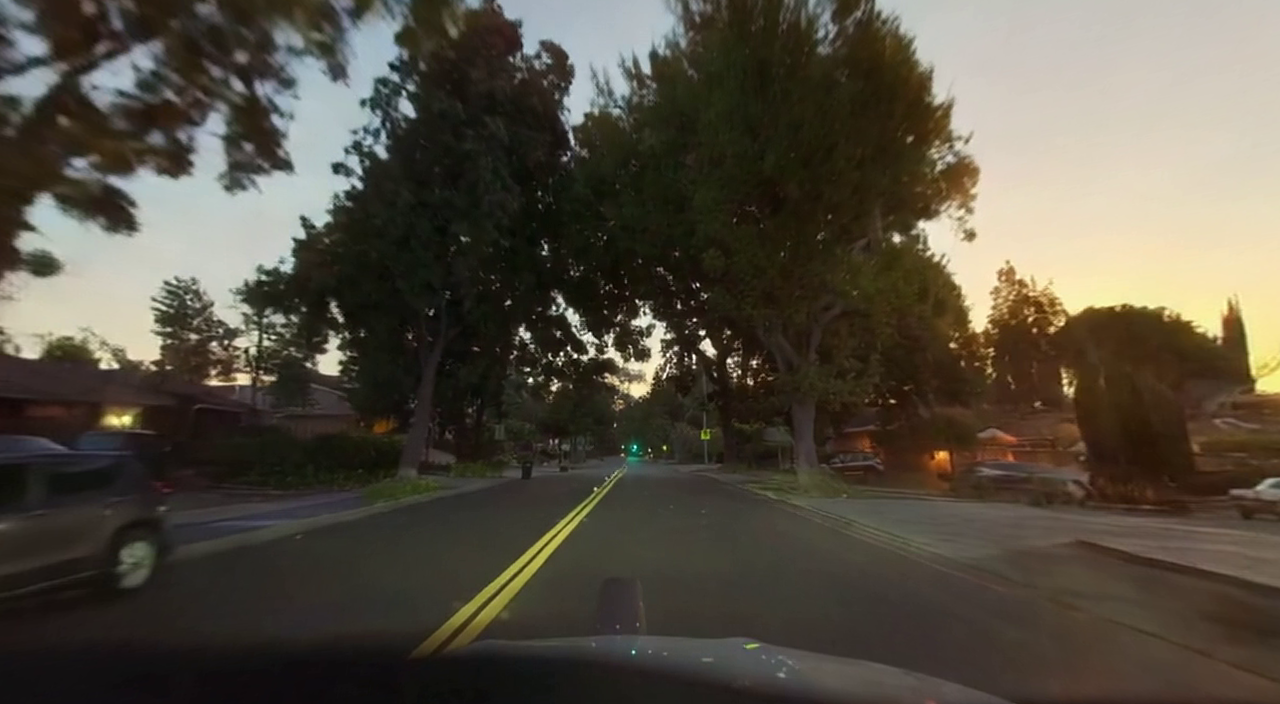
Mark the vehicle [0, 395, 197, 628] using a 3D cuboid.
[{"bbox_3d":[-5.913,1.299,4.721,1.924,1.765,4.542,-7,-13,0],"label":"vehicle"}]

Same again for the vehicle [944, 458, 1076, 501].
[{"bbox_3d":[14.477,4.991,24.958,4.231,1.493,1.941,-5,-10,28],"label":"vehicle"}]

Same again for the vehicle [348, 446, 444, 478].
[{"bbox_3d":[-15.628,6.999,40.271,6.072,1.882,2.277,-5,-10,29],"label":"vehicle"}]

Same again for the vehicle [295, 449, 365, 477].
[{"bbox_3d":[-21.372,7.617,43.450,4.507,1.774,1.923,-5,-10,27],"label":"vehicle"}]

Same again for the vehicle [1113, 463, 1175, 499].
[{"bbox_3d":[27.013,6.887,33.962,1.916,1.620,3.519,-4,-9,28],"label":"vehicle"}]

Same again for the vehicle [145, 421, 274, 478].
[{"bbox_3d":[-17.498,4.007,25.638,4.918,1.918,2.002,-8,-11,24],"label":"vehicle"}]

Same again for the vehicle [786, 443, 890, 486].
[{"bbox_3d":[10.839,6.159,34.626,4.854,1.771,2.123,-12,-12,28],"label":"vehicle"}]
